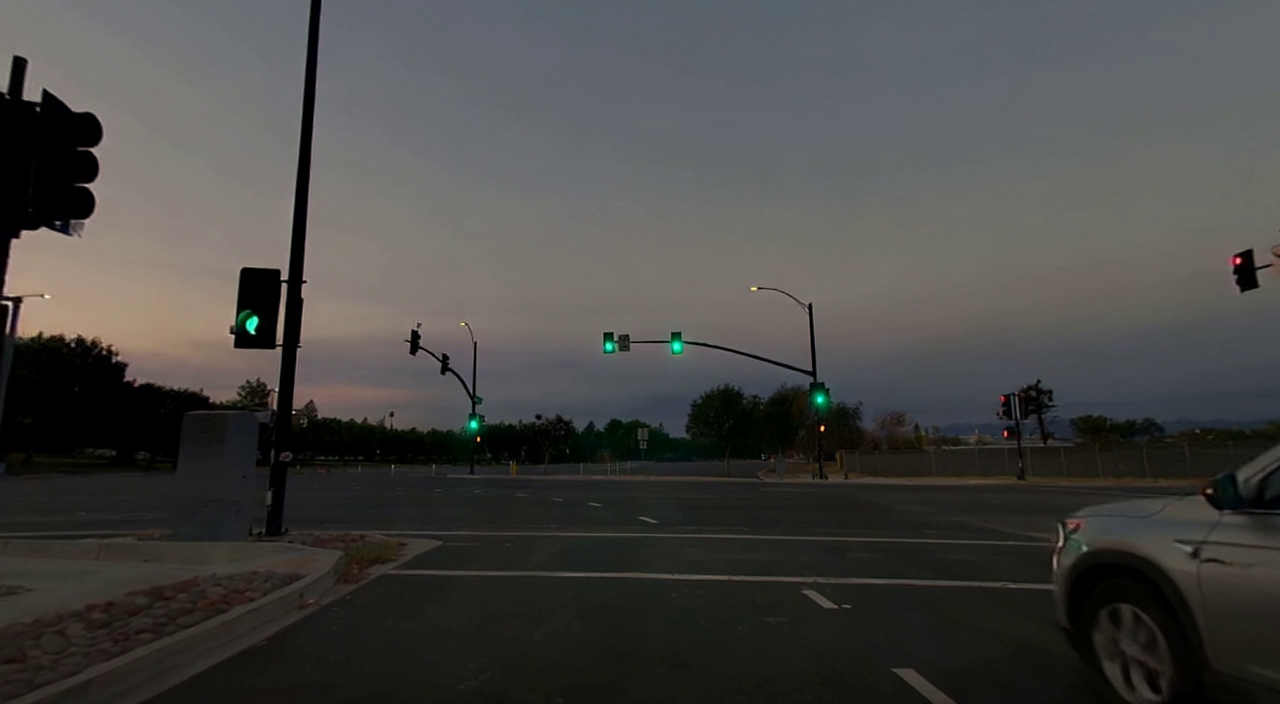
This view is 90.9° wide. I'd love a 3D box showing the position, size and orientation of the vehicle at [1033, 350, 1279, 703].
[{"bbox_3d":[3.096,0.704,1.322,1.938,1.648,4.211,-1,-8,3],"label":"vehicle"}]
